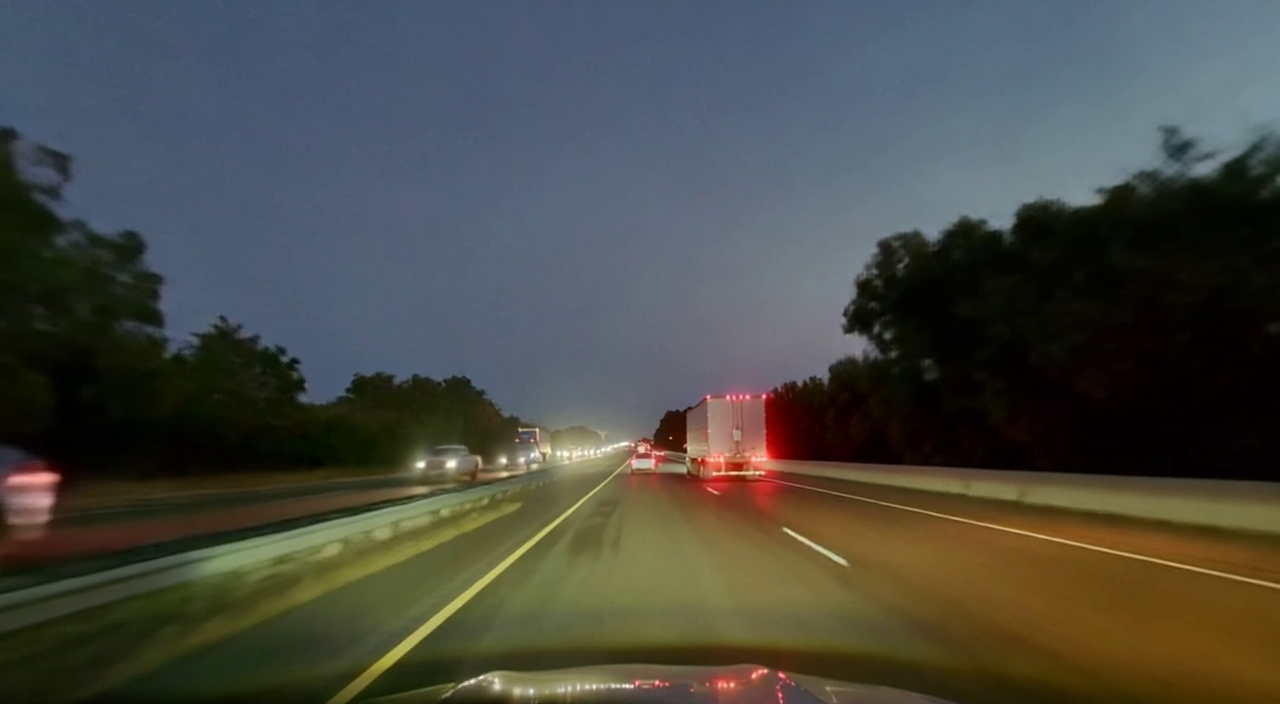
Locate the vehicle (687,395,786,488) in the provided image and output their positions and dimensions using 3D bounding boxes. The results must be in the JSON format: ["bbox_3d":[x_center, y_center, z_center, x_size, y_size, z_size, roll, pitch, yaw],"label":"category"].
[{"bbox_3d":[4.331,4.532,31.407,2.885,3.679,12.102,0,-9,0],"label":"vehicle"}]

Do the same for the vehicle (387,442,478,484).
[{"bbox_3d":[-8.017,4.340,24.857,2.039,1.492,4.464,0,-9,0],"label":"vehicle"}]

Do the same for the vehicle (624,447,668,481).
[{"bbox_3d":[0.277,5.328,30.215,1.939,1.495,3.612,0,-9,0],"label":"vehicle"}]
